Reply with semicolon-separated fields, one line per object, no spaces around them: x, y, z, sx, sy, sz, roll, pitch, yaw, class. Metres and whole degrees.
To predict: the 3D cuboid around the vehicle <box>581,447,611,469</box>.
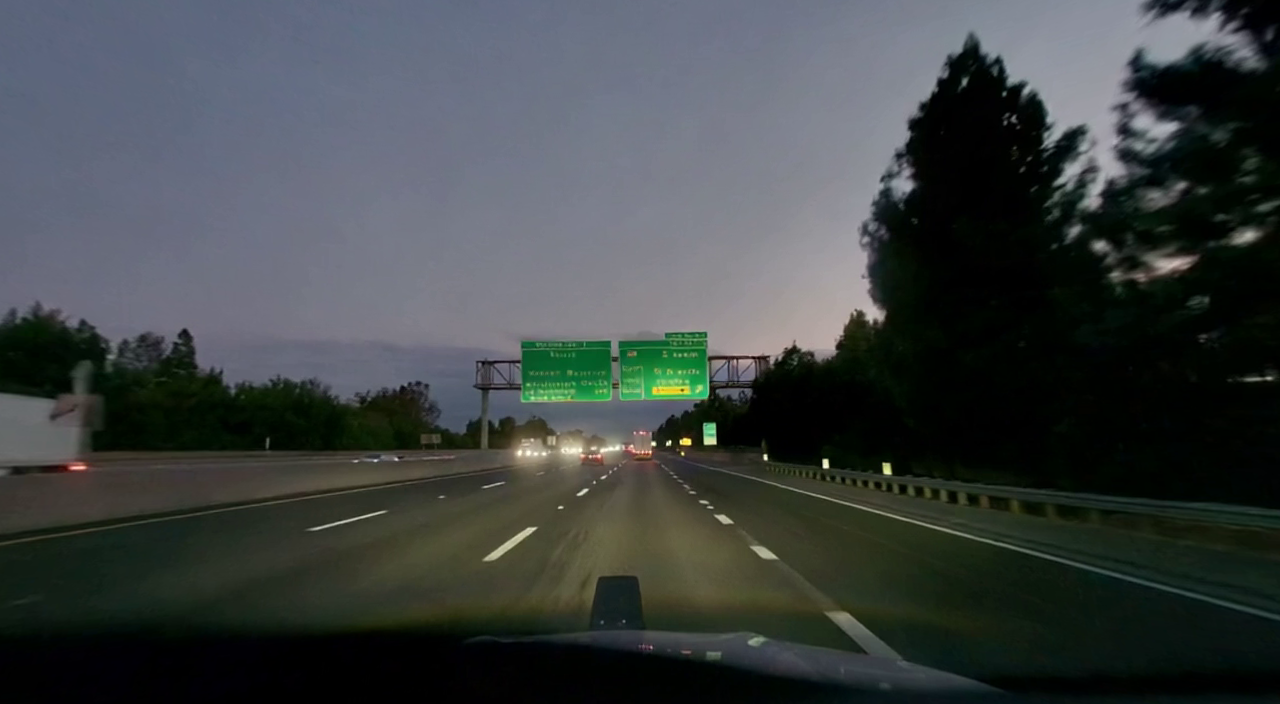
-3.217;7.870;46.737;1.996;1.521;3.912;0;-8;0;vehicle

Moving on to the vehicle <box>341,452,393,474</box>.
-19.879;8.088;46.058;1.854;1.430;4.222;0;-8;1;vehicle

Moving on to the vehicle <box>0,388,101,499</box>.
-24.137;2.729;18.864;2.870;3.910;14.757;0;-8;0;vehicle
